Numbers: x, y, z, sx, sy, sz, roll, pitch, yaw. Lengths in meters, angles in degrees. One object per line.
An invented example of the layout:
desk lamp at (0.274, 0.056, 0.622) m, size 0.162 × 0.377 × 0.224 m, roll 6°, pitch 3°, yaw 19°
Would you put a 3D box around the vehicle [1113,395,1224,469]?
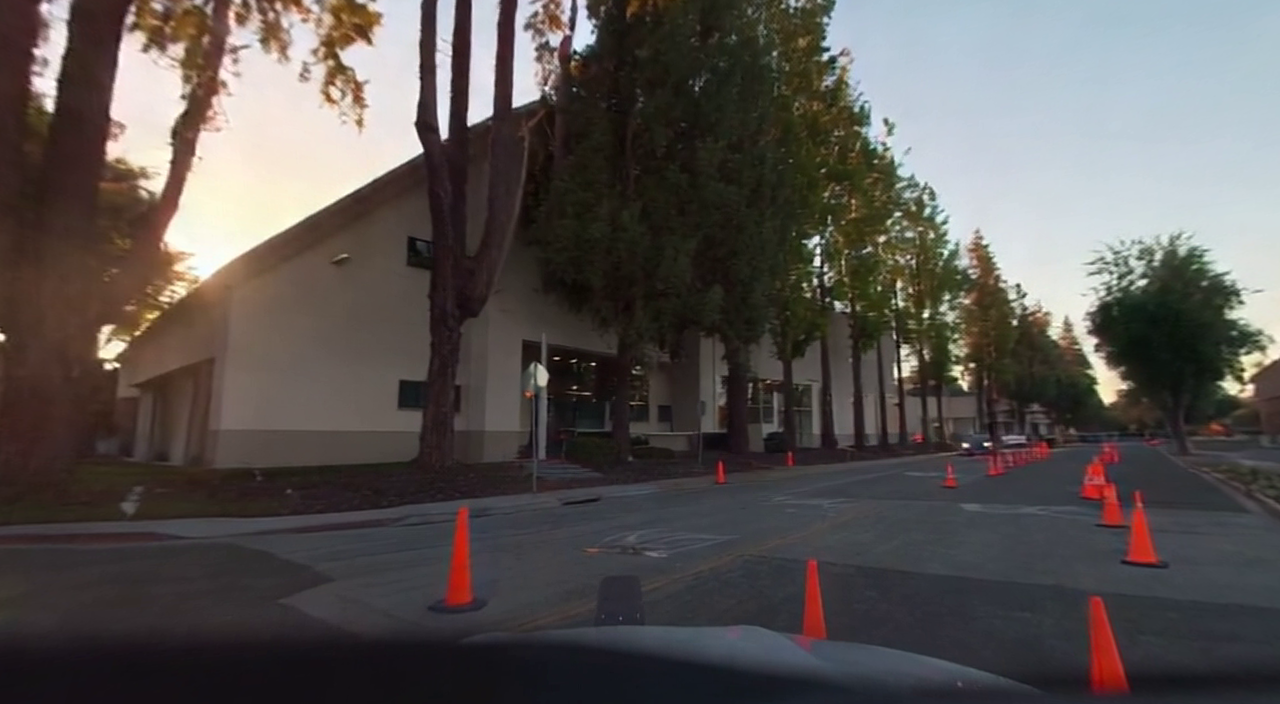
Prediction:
vehicle at (20.831, 3.253, 25.273) m, size 2.784 × 2.533 × 6.764 m, roll -5°, pitch -10°, yaw 35°
